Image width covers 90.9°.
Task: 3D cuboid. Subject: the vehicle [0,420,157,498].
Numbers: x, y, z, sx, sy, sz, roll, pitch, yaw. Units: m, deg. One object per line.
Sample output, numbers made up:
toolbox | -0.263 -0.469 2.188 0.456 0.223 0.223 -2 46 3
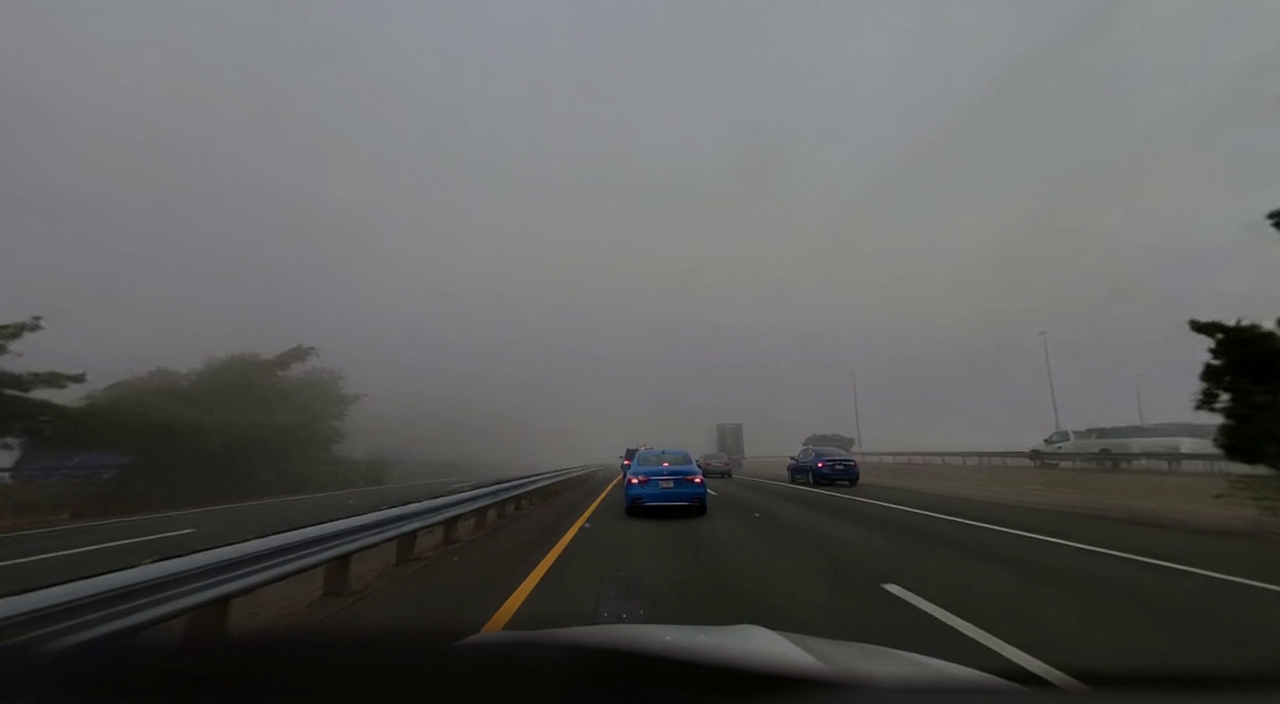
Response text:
vehicle | -33.439 6.305 37.632 2.902 3.981 7.819 -3 -8 0

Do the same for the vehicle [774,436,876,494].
vehicle | 6.408 3.979 22.502 2.177 1.827 4.565 0 -9 -1

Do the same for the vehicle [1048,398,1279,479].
vehicle | 31.635 5.383 38.371 2.822 3.996 14.073 1 -9 -7

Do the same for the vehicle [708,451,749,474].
vehicle | 5.978 7.497 43.102 2.015 1.454 4.324 0 -9 -2

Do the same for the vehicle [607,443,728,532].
vehicle | 0.444 2.631 12.776 2.076 1.485 3.774 0 -9 -1
